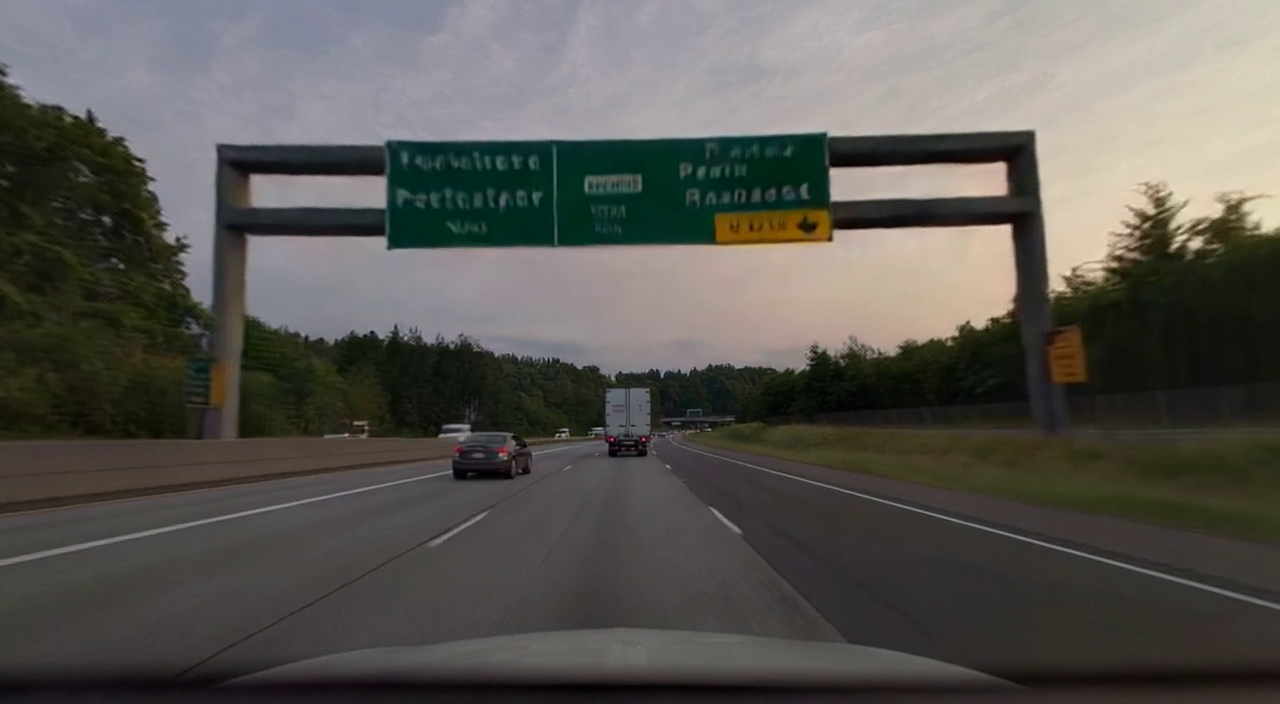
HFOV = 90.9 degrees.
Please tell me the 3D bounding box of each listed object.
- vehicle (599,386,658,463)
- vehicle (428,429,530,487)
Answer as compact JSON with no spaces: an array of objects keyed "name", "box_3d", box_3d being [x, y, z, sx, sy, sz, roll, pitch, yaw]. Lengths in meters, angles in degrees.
[{"name":"vehicle","box_3d":[-0.699,4.118,35.226,2.855,3.741,8.587,0,-8,-2]},{"name":"vehicle","box_3d":[-4.518,3.022,18.330,1.931,1.479,4.083,0,-8,-1]}]
